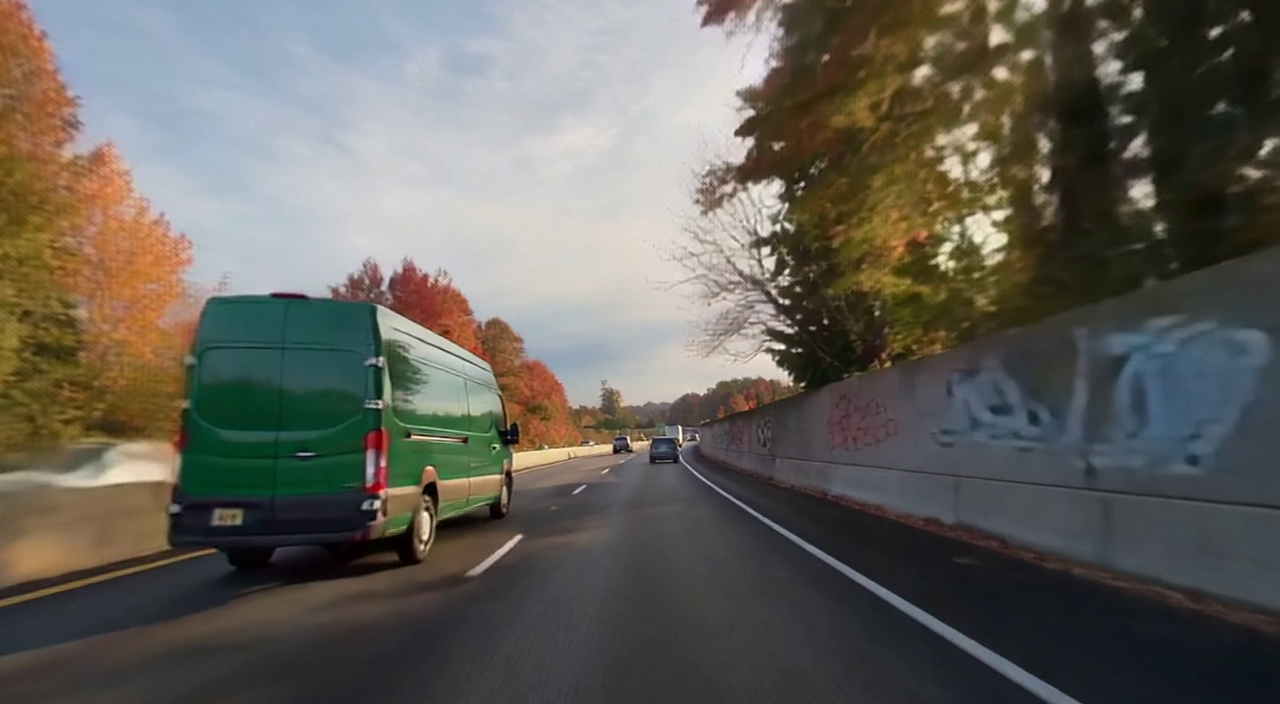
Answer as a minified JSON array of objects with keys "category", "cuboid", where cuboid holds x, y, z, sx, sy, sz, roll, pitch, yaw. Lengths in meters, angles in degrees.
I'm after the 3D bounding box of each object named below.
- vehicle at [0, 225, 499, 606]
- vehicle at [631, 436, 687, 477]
[{"category":"vehicle","cuboid":[-3.342,0.771,7.130,2.334,2.769,5.087,0,-8,-1]},{"category":"vehicle","cuboid":[0.728,4.130,25.119,2.071,1.487,3.948,0,-8,1]}]
